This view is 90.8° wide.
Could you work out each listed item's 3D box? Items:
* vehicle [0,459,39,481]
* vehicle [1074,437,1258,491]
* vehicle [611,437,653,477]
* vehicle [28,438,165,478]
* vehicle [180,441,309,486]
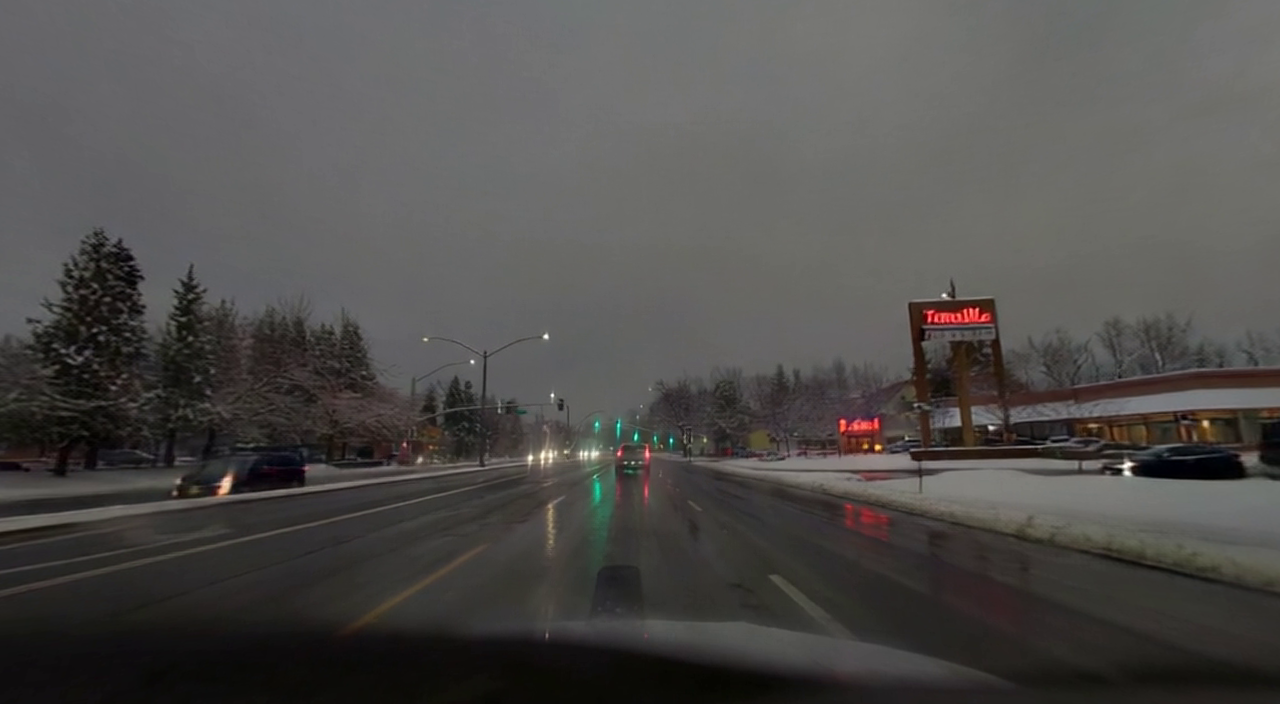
[{"bbox_3d":[-45.556,8.384,44.994,1.750,1.432,3.827,0,-9,-1],"label":"vehicle"},{"bbox_3d":[16.120,3.455,19.510,4.026,1.463,1.826,-1,-10,-2],"label":"vehicle"},{"bbox_3d":[-0.396,5.617,34.008,2.096,1.961,4.259,0,-9,0],"label":"vehicle"},{"bbox_3d":[-33.006,6.457,38.620,5.508,2.313,2.818,2,-9,-14],"label":"vehicle"},{"bbox_3d":[-20.083,5.671,32.581,2.492,2.083,6.312,0,-9,0],"label":"vehicle"}]
